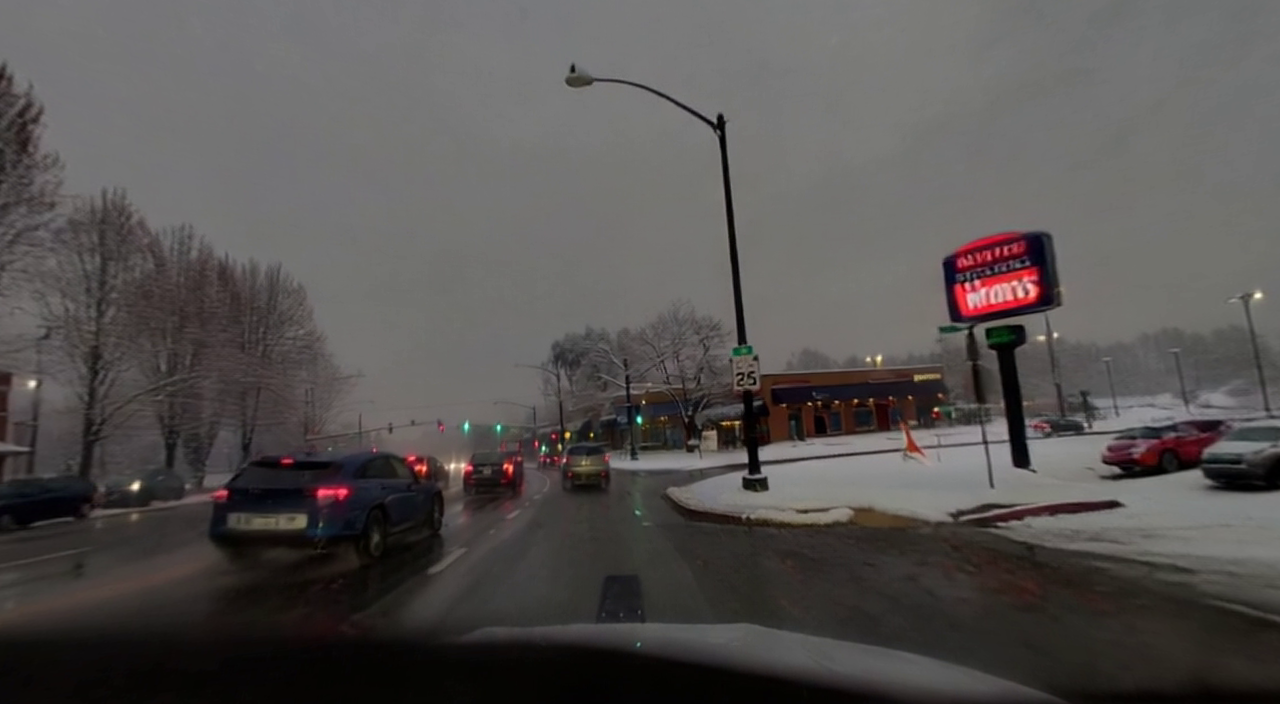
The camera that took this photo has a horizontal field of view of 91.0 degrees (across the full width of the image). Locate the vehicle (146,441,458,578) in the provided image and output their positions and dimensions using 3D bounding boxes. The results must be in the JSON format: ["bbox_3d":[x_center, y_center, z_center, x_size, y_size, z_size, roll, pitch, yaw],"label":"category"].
[{"bbox_3d":[-4.590,2.192,9.832,2.090,1.506,5.326,1,-9,-2],"label":"vehicle"}]

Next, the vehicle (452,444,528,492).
[{"bbox_3d":[-5.287,4.139,22.861,1.974,1.549,4.603,2,-9,-5],"label":"vehicle"}]

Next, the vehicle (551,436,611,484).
[{"bbox_3d":[-2.377,4.269,25.117,2.144,1.704,4.028,2,-9,-6],"label":"vehicle"}]

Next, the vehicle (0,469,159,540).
[{"bbox_3d":[-16.509,4.185,17.847,1.954,1.539,4.690,1,-9,1],"label":"vehicle"}]
